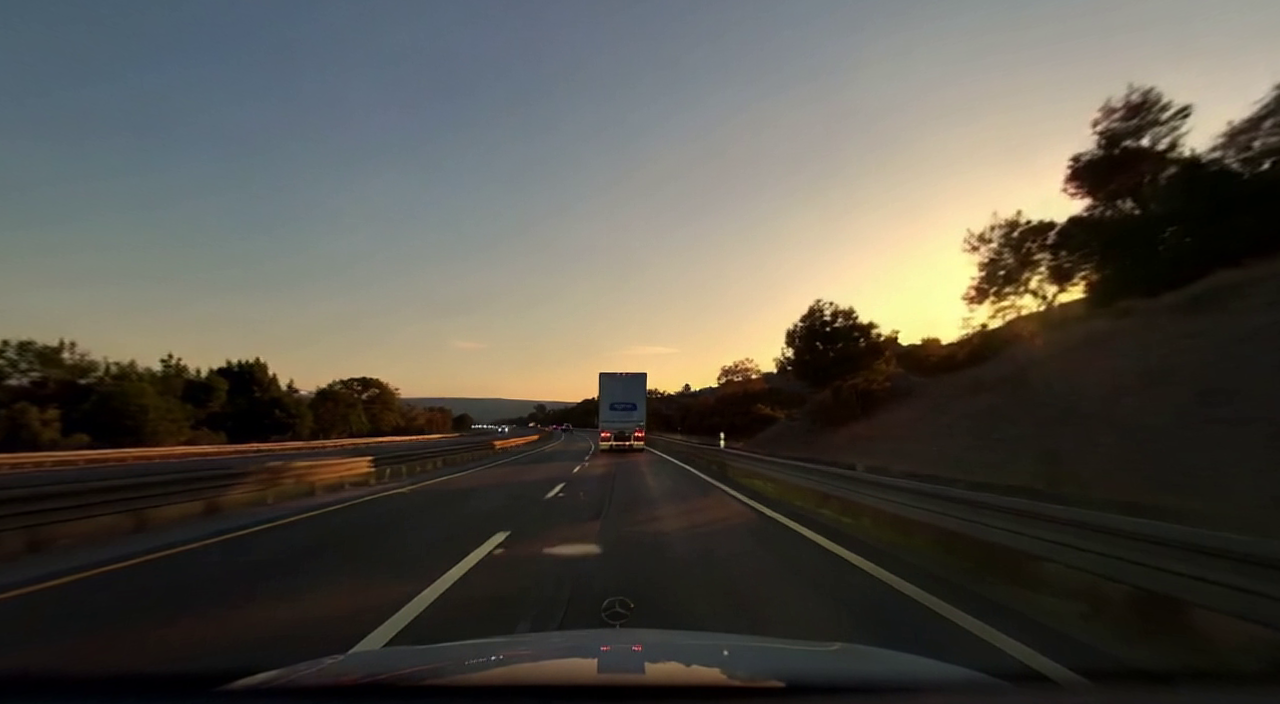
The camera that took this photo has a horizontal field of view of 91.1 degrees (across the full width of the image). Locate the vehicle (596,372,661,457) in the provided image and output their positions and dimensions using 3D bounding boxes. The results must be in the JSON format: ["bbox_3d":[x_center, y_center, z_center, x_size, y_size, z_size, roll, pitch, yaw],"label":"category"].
[{"bbox_3d":[-0.806,3.599,34.637,3.023,3.965,10.402,0,-8,-3],"label":"vehicle"}]
